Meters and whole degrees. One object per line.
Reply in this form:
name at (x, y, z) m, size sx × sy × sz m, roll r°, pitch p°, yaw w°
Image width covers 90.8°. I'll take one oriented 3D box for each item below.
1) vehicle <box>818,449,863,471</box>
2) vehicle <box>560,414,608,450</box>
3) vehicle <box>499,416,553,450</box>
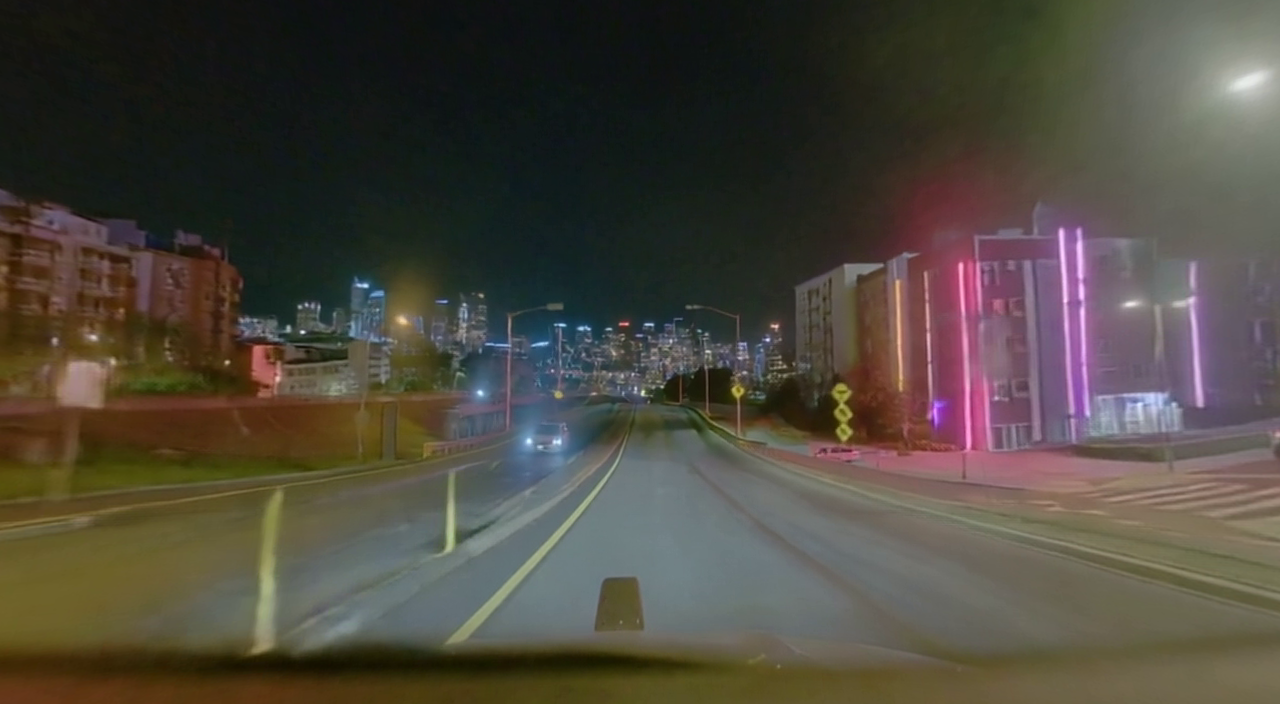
vehicle at (14.408, 7.766, 45.648) m, size 1.809 × 1.497 × 3.837 m, roll 0°, pitch -8°, yaw -3°
vehicle at (-2.982, 4.404, 34.598) m, size 2.109 × 1.848 × 4.338 m, roll 1°, pitch -8°, yaw 1°
vehicle at (-6.346, 4.589, 35.621) m, size 2.175 × 1.771 × 4.352 m, roll 1°, pitch -8°, yaw 1°
